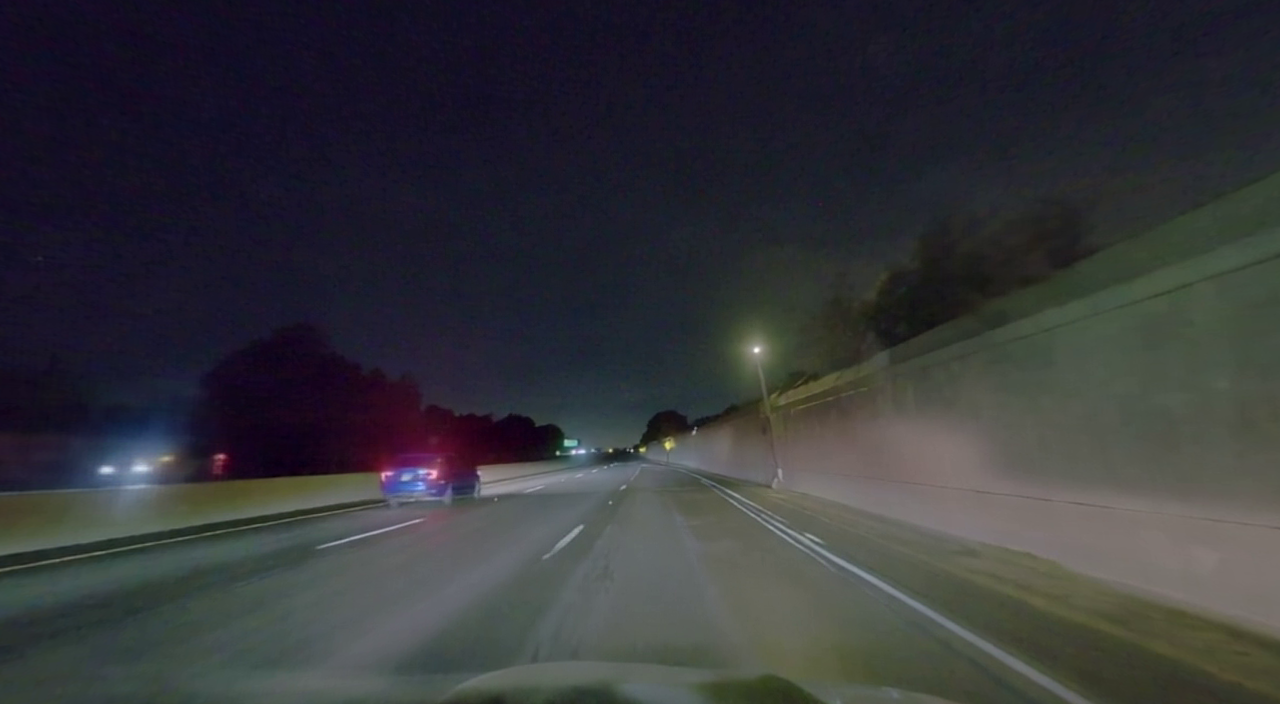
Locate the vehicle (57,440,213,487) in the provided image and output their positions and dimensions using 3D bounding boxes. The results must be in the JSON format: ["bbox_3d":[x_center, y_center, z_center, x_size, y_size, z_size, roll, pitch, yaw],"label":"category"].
[{"bbox_3d":[-18.747,4.160,23.739,2.039,1.579,4.522,0,-9,1],"label":"vehicle"}]

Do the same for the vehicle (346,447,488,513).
[{"bbox_3d":[-6.039,3.515,17.817,2.172,1.587,4.518,-1,-9,3],"label":"vehicle"}]
